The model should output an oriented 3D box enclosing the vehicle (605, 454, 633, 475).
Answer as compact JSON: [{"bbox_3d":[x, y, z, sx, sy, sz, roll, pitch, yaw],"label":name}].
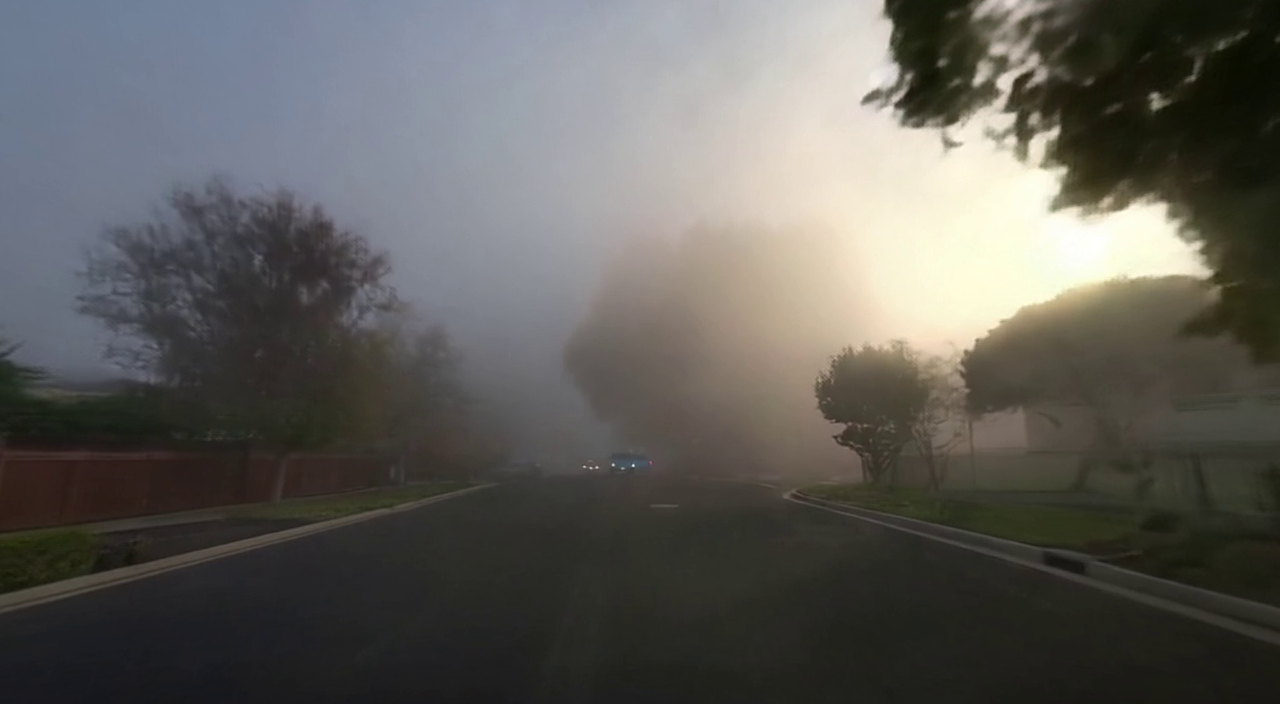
[{"bbox_3d":[-1.639,8.657,48.652,2.064,1.477,3.968,1,-9,-3],"label":"vehicle"}]
